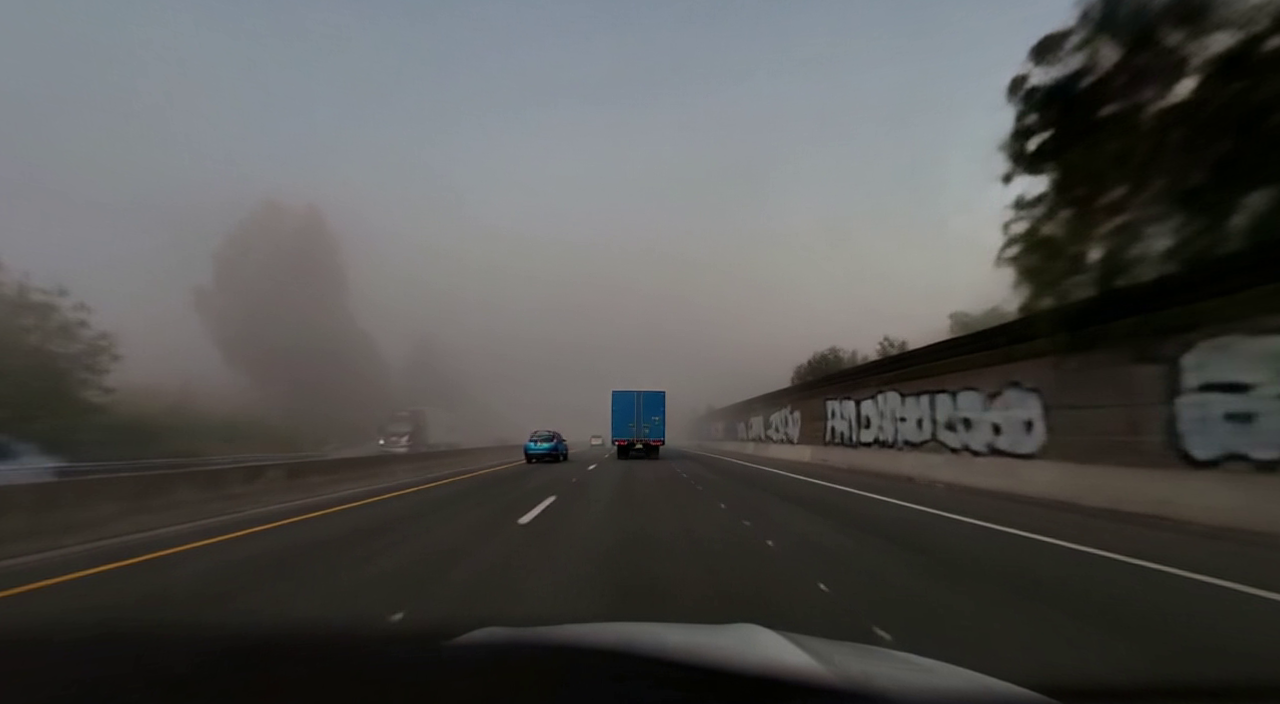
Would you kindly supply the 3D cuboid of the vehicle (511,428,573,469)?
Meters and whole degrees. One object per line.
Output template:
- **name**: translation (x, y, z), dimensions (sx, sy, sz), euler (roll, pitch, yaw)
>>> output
- **vehicle**: translation (-4.217, 4.224, 27.816), dimensions (2.058, 1.645, 4.130), euler (0, -8, 0)

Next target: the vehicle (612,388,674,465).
- **vehicle**: translation (0.047, 4.173, 34.792), dimensions (2.927, 3.649, 9.443), euler (0, -8, -1)
